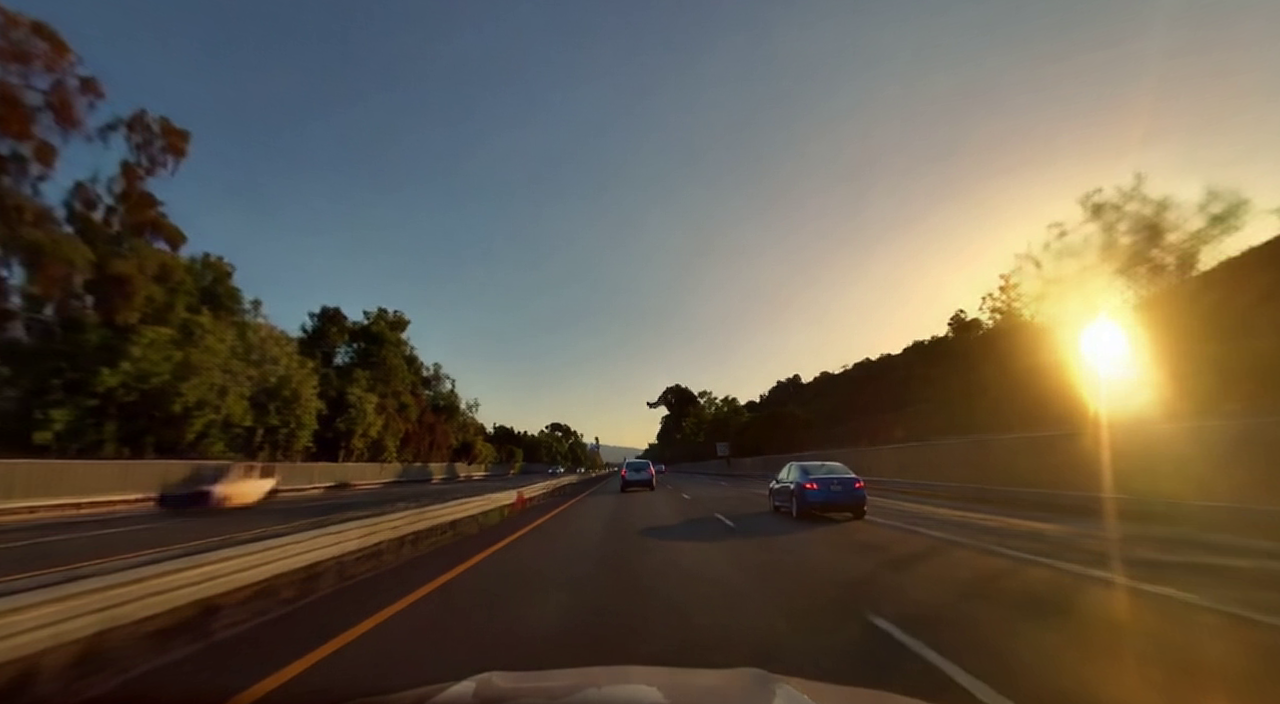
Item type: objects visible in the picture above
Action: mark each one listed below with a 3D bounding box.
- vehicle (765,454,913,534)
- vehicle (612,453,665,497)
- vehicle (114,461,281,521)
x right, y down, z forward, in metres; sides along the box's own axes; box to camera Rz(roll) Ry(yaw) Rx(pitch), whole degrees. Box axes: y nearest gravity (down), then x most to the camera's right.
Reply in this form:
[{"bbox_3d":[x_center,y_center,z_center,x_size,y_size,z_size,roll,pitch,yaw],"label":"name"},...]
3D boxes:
[{"bbox_3d":[4.236,3.102,14.159,1.938,1.494,4.032,1,-10,-1],"label":"vehicle"},{"bbox_3d":[-0.048,5.059,26.021,2.037,1.605,3.833,1,-10,0],"label":"vehicle"},{"bbox_3d":[-12.625,3.970,18.351,1.966,1.486,3.941,1,-10,-1],"label":"vehicle"}]
